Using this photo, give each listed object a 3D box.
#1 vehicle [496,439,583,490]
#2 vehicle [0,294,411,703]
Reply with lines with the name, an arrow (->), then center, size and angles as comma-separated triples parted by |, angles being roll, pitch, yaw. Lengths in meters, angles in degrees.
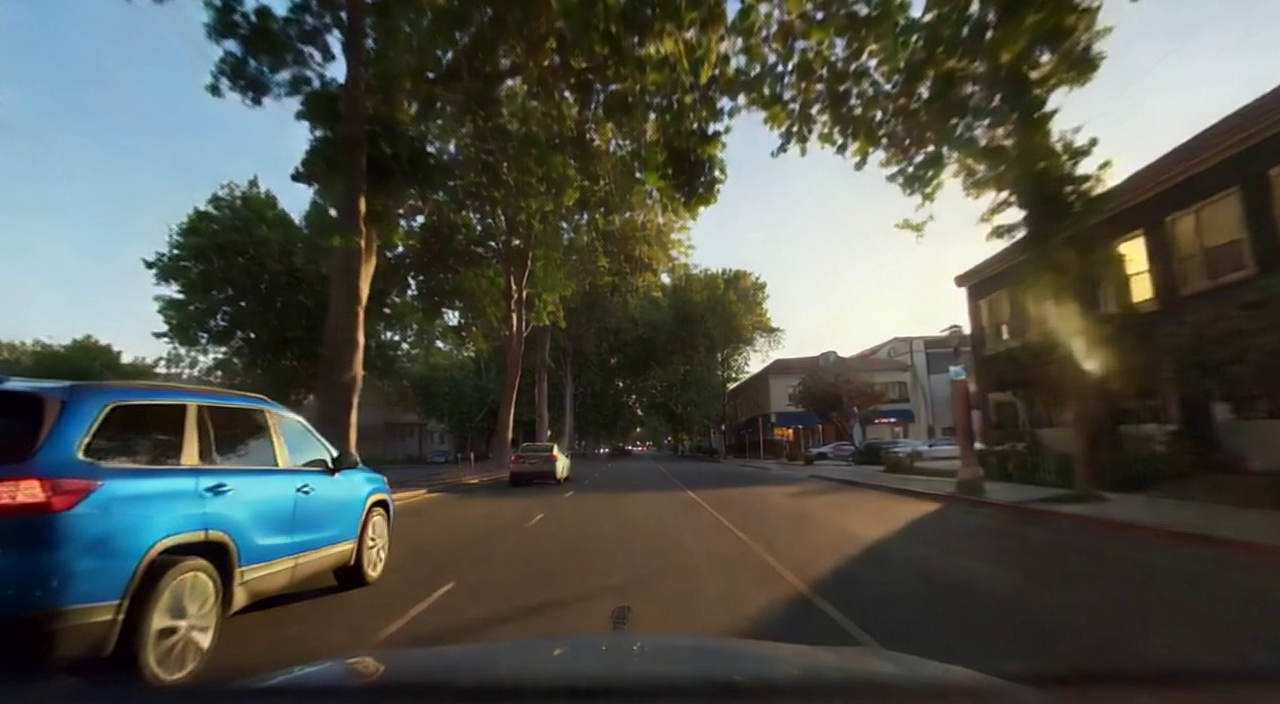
vehicle -> -3.157, 3.647, 20.807 | 2.069, 1.470, 4.601 | 0, -8, 0
vehicle -> -3.383, 1.007, 4.309 | 2.042, 1.817, 4.364 | 0, -8, -1
